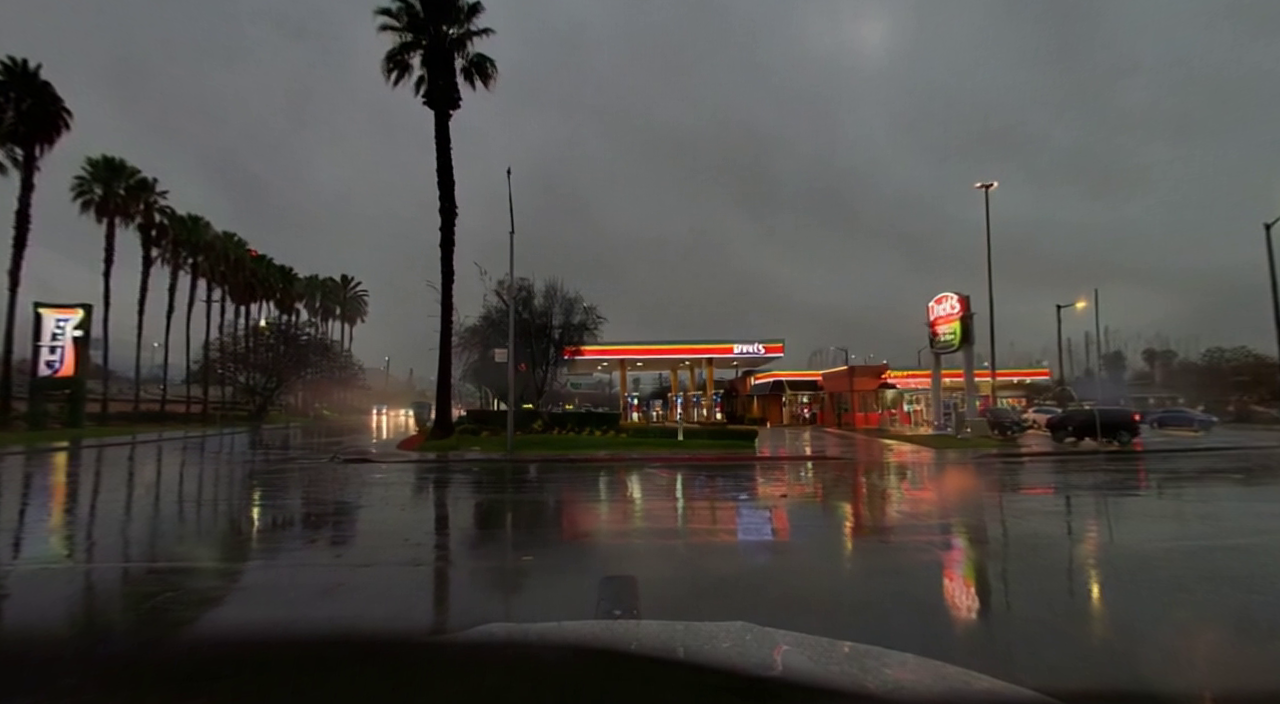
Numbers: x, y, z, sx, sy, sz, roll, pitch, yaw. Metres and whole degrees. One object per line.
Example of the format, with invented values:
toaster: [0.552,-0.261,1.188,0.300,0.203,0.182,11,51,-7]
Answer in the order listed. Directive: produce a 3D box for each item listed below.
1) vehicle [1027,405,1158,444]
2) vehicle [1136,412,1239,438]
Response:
vehicle: [21.995,3.486,30.810,4.880,1.754,2.202,0,-5,-6]
vehicle: [33.869,4.582,39.272,1.805,1.466,4.641,1,-9,-8]
